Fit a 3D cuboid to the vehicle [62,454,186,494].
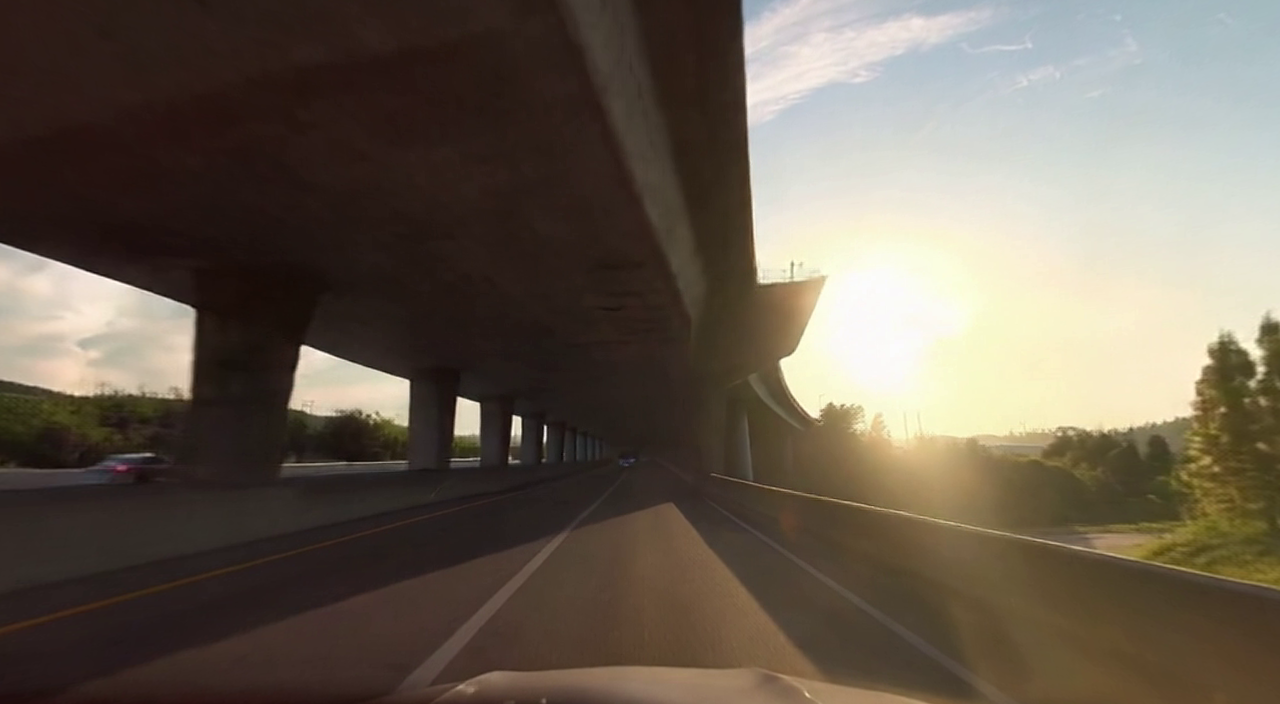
[{"bbox_3d":[-23.891,5.634,29.452,1.817,1.626,4.551,-1,-9,2],"label":"vehicle"}]
